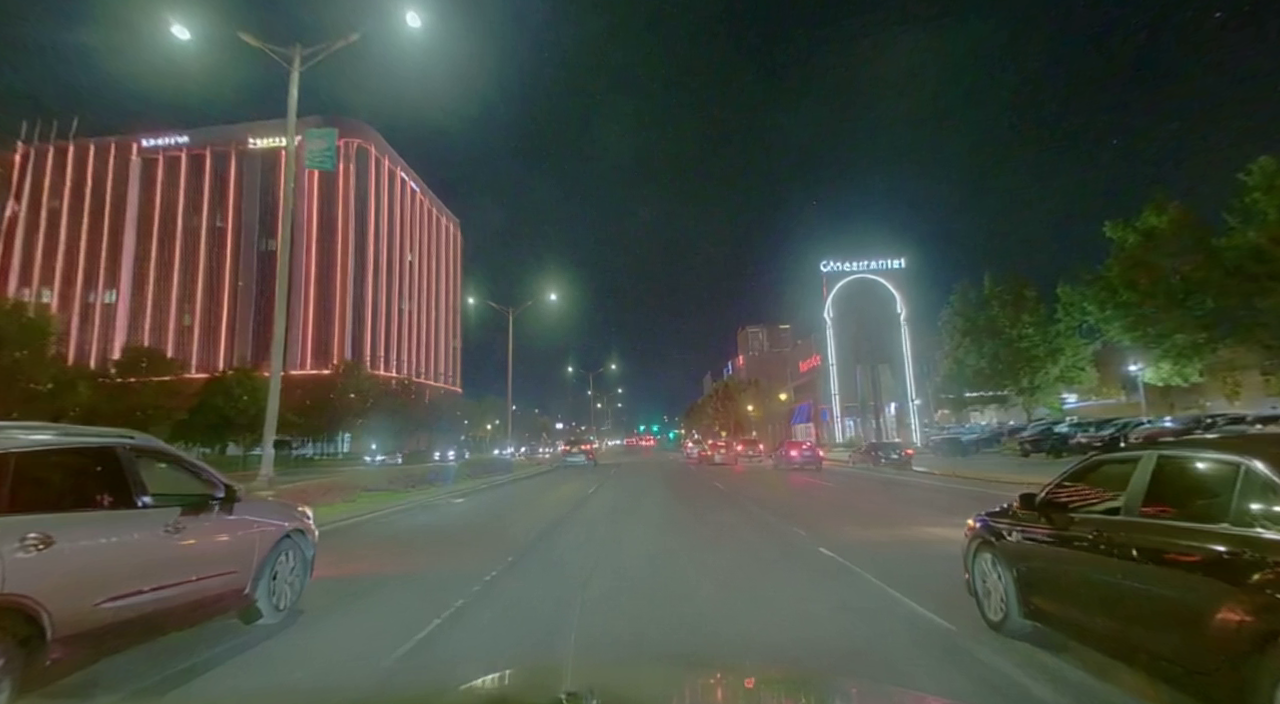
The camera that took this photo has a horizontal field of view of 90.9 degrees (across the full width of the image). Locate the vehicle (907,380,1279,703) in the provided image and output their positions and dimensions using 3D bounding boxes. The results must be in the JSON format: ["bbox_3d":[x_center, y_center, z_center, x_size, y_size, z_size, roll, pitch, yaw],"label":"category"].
[{"bbox_3d":[3.211,0.957,2.906,1.981,1.499,4.536,0,-8,0],"label":"vehicle"}]

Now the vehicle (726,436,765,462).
[{"bbox_3d":[7.791,7.201,46.844,2.003,1.789,4.718,0,-8,-1],"label":"vehicle"}]

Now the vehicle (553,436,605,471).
[{"bbox_3d":[-2.821,4.825,30.127,1.917,1.511,4.436,-1,-8,1],"label":"vehicle"}]

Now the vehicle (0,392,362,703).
[{"bbox_3d":[-3.681,1.032,3.279,2.155,1.504,4.776,-1,-8,2],"label":"vehicle"}]

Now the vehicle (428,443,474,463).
[{"bbox_3d":[-14.725,7.863,49.268,2.177,1.519,4.307,-1,-8,1],"label":"vehicle"}]

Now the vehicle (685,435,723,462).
[{"bbox_3d":[4.274,6.528,42.753,2.007,1.683,4.171,0,-8,-1],"label":"vehicle"}]

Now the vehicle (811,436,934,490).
[{"bbox_3d":[7.329,3.538,20.549,2.033,1.540,4.923,0,-8,-1],"label":"vehicle"}]

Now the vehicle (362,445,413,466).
[{"bbox_3d":[-18.771,7.723,47.092,1.911,1.482,4.430,-1,-8,1],"label":"vehicle"}]

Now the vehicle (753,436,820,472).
[{"bbox_3d":[7.199,5.034,31.362,2.077,1.666,4.342,0,-8,-3],"label":"vehicle"}]
